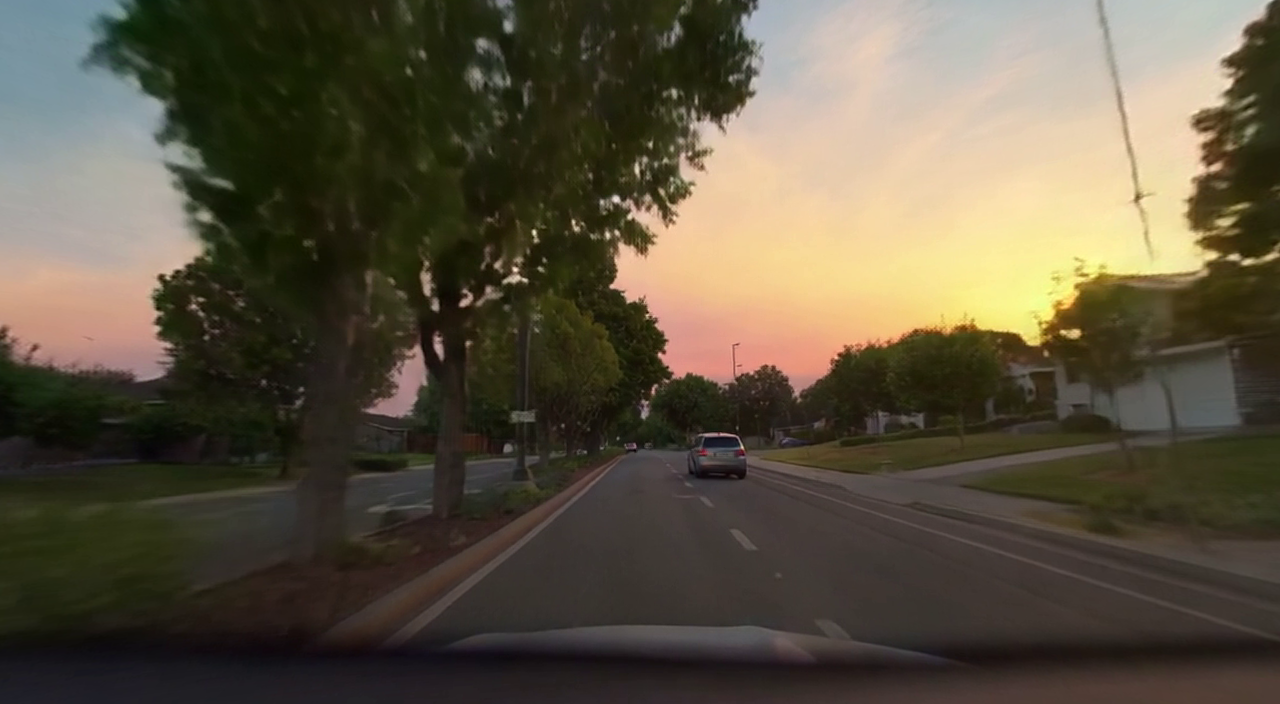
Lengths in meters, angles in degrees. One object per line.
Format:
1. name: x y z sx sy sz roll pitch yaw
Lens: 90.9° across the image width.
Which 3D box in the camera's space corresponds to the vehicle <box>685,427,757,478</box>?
1. vehicle: 3.024 3.896 24.578 2.180 1.773 4.639 0 -8 0
